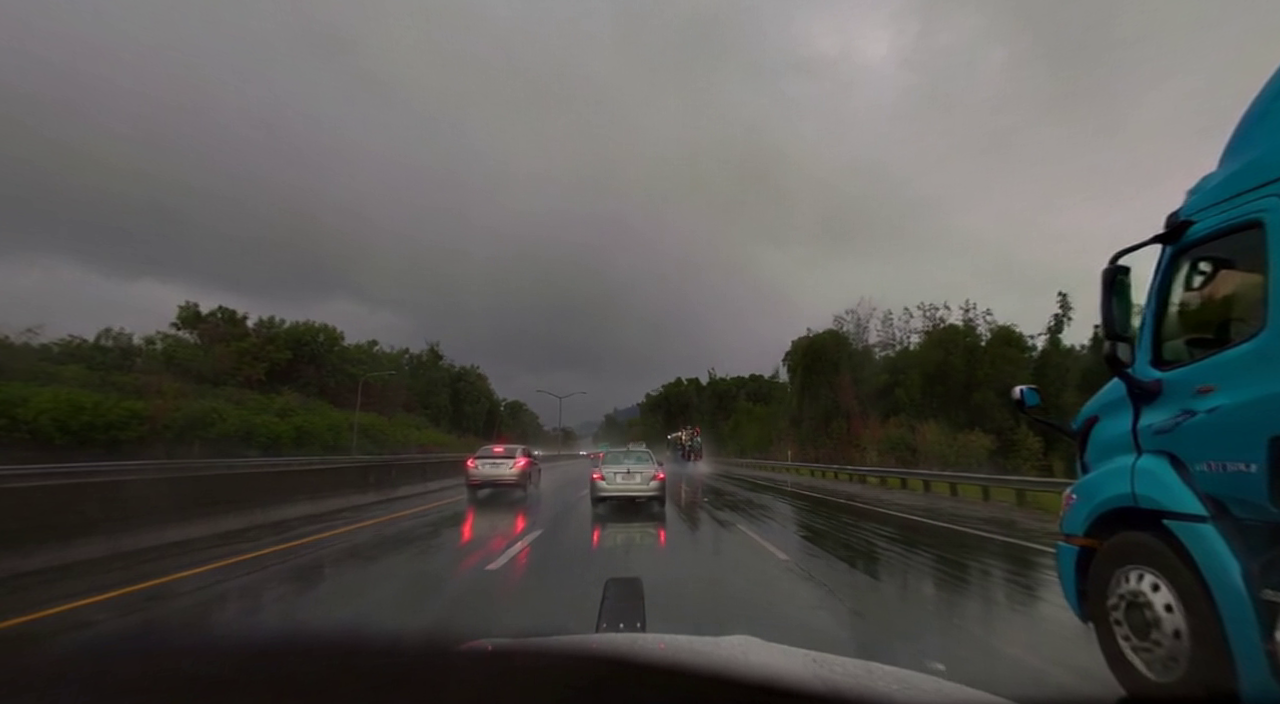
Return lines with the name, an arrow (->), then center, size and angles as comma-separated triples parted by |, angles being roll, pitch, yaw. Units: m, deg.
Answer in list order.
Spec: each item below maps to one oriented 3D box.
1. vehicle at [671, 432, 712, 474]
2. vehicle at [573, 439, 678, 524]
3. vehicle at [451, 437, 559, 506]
vehicle -> 3.493, 7.000, 43.747 | 2.234, 2.679, 5.372 | 0, -9, -1
vehicle -> -0.274, 2.717, 13.685 | 1.973, 1.574, 3.426 | 0, -9, 0
vehicle -> -3.624, 3.309, 17.846 | 1.985, 1.671, 4.604 | 0, -9, 0
